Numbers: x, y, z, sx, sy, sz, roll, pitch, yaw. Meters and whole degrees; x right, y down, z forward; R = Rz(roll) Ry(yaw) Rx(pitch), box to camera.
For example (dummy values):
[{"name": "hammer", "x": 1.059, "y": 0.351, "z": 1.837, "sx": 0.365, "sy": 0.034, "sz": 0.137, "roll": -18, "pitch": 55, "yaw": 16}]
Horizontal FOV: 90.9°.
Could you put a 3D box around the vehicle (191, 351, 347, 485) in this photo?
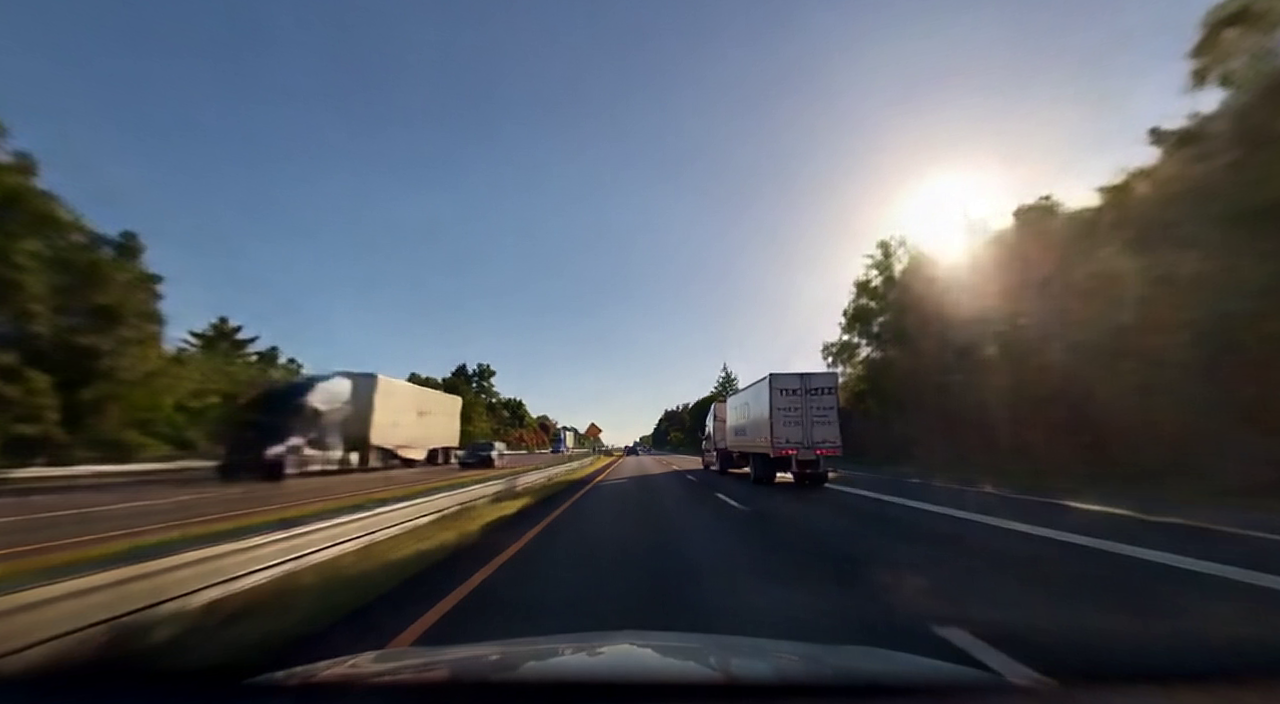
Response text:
[{"name": "vehicle", "x": -11.831, "y": 2.161, "z": 20.372, "sx": 3.293, "sy": 4.054, "sz": 2.389, "roll": 0, "pitch": -9, "yaw": 0}]

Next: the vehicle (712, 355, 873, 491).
[{"name": "vehicle", "x": 5.332, "y": 3.196, "z": 25.978, "sx": 2.983, "sy": 4.030, "sz": 14.444, "roll": 0, "pitch": -9, "yaw": 0}]

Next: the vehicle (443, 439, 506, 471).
[{"name": "vehicle", "x": -8.303, "y": 5.232, "z": 31.983, "sx": 2.061, "sy": 1.505, "sz": 3.990, "roll": 0, "pitch": -9, "yaw": 0}]
